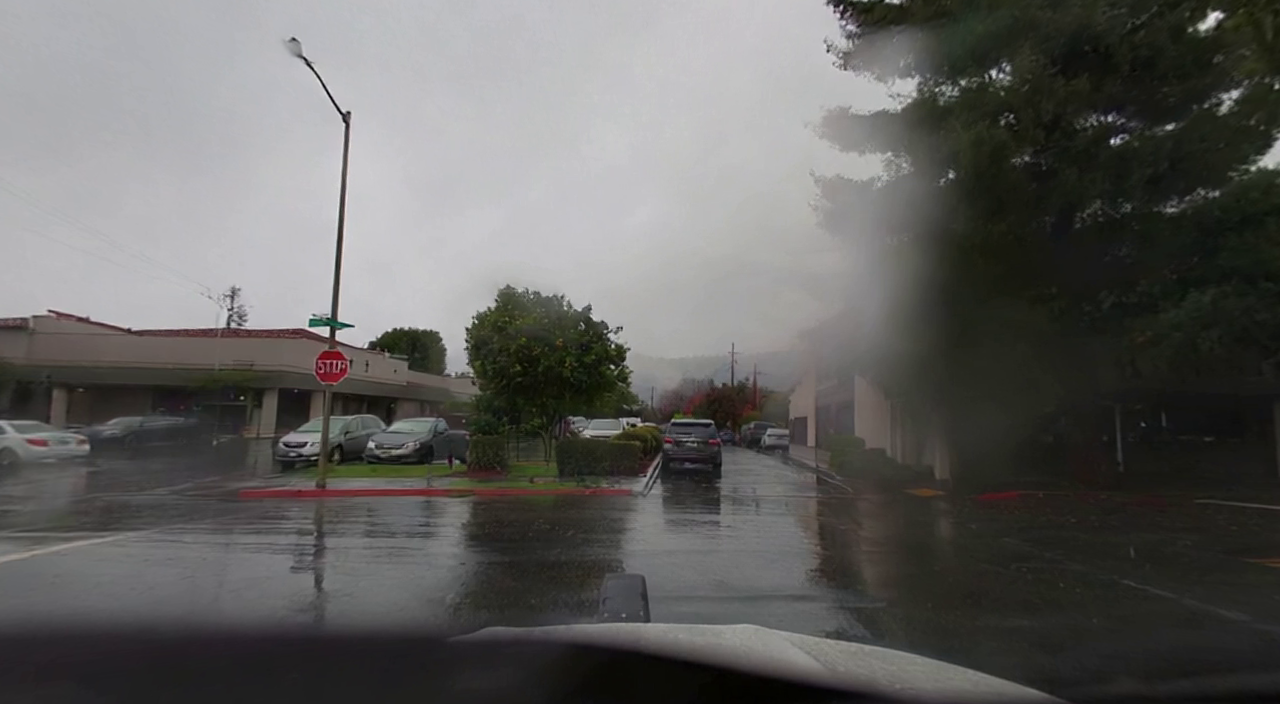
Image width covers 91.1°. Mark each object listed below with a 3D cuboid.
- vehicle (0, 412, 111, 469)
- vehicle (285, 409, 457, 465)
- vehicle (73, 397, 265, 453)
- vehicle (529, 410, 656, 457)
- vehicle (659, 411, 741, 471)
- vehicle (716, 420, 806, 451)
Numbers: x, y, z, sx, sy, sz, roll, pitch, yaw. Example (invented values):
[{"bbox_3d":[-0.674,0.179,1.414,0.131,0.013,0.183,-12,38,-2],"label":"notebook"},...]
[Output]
[{"bbox_3d":[-23.453,3.292,23.360,5.418,1.994,2.233,0,-8,-1],"label":"vehicle"},{"bbox_3d":[-8.767,2.821,20.839,4.778,1.753,1.959,0,-9,-2],"label":"vehicle"},{"bbox_3d":[-28.403,4.508,38.133,9.384,3.230,2.928,0,-9,3],"label":"vehicle"},{"bbox_3d":[-2.010,3.761,28.510,2.267,1.920,5.798,-7,-11,40],"label":"vehicle"},{"bbox_3d":[2.051,3.336,23.436,2.305,1.962,5.685,0,-8,-2],"label":"vehicle"},{"bbox_3d":[7.373,5.142,38.537,5.004,1.797,1.946,-5,-10,31],"label":"vehicle"}]
